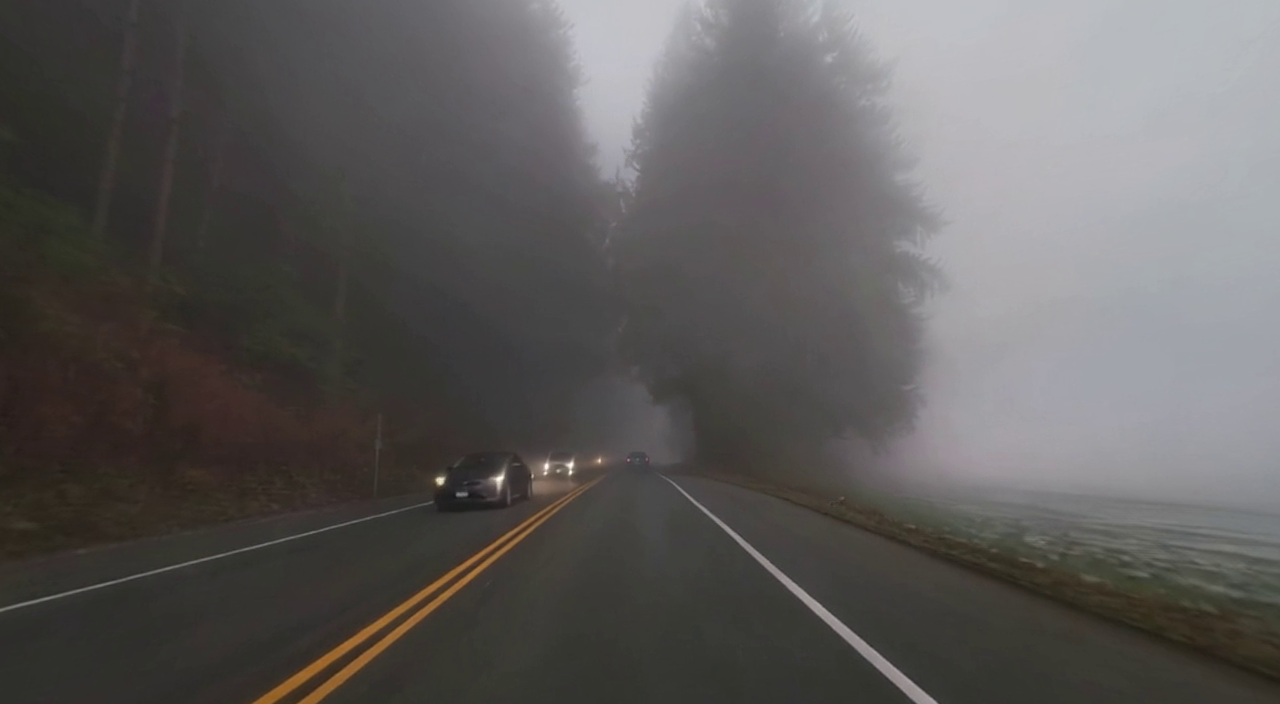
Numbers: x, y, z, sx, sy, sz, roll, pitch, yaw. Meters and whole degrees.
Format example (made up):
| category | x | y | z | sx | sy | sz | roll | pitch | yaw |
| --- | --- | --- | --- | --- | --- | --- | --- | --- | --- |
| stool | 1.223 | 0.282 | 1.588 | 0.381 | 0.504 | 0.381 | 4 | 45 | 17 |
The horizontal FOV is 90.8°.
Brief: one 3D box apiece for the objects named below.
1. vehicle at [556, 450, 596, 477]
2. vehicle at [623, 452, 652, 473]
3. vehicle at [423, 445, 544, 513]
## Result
| category | x | y | z | sx | sy | sz | roll | pitch | yaw |
| --- | --- | --- | --- | --- | --- | --- | --- | --- | --- |
| vehicle | -3.908 | 6.889 | 39.225 | 2.065 | 1.517 | 4.225 | 0 | -9 | 0 |
| vehicle | -0.219 | 8.100 | 46.488 | 2.067 | 1.486 | 3.861 | 0 | -9 | -1 |
| vehicle | -3.839 | 3.178 | 16.355 | 1.981 | 1.486 | 4.348 | 0 | -9 | 1 |
